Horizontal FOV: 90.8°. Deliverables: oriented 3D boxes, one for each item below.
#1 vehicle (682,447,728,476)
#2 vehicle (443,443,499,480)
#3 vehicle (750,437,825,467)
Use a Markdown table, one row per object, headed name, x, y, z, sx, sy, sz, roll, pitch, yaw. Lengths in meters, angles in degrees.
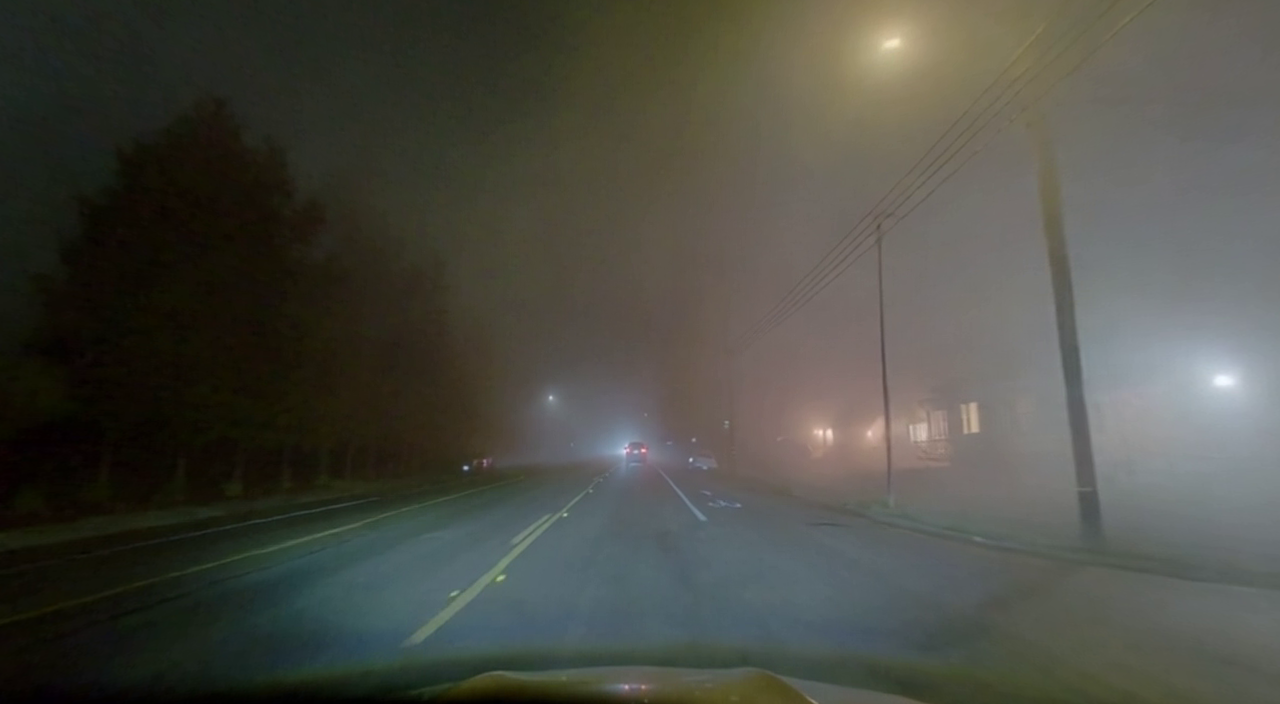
| name | x | y | z | sx | sy | sz | roll | pitch | yaw |
| --- | --- | --- | --- | --- | --- | --- | --- | --- | --- |
| vehicle | 3.740 | 6.408 | 37.197 | 2.167 | 1.535 | 4.464 | 0 | -8 | -1 |
| vehicle | -11.144 | 7.187 | 41.970 | 2.111 | 2.050 | 5.328 | -6 | -8 | 0 |
| vehicle | 10.563 | 7.196 | 45.433 | 4.709 | 1.743 | 1.965 | -3 | -8 | -8 |
